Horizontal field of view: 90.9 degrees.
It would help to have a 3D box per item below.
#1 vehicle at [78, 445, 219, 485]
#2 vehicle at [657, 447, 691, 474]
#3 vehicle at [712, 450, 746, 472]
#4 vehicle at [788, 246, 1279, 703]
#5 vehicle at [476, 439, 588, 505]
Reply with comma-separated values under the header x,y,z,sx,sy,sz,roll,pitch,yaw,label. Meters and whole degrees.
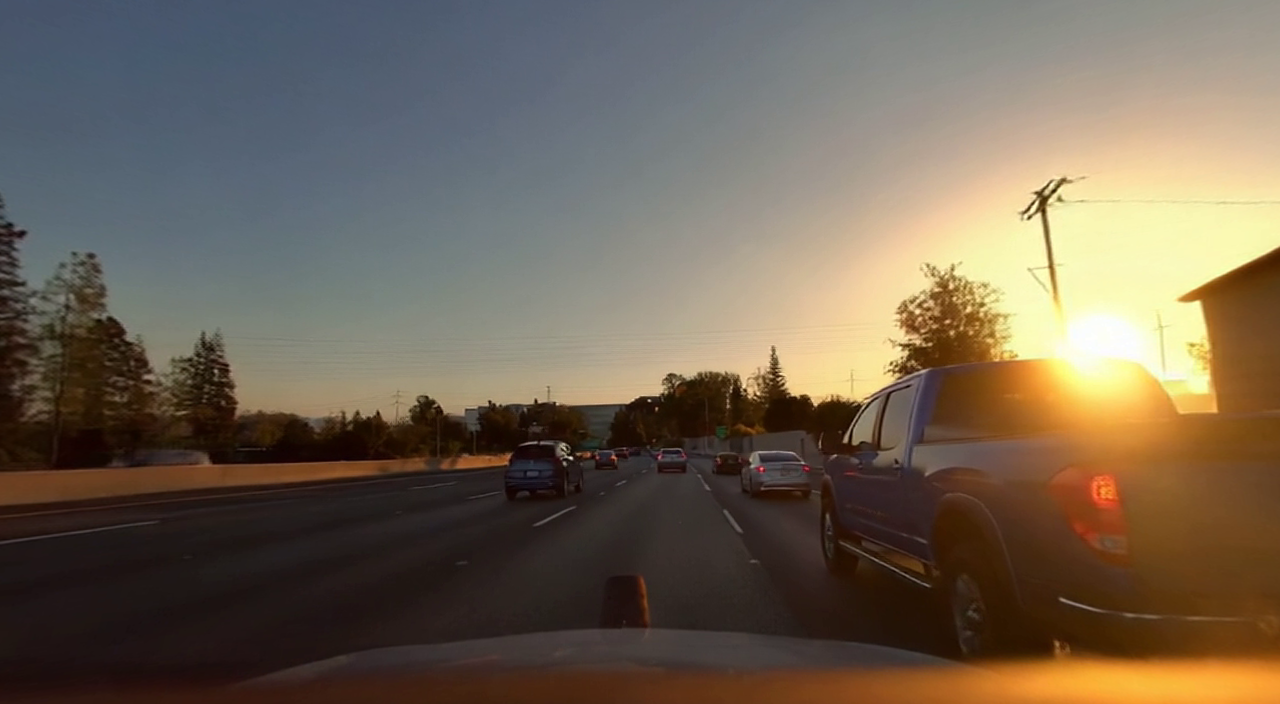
x,y,z,sx,sy,sz,roll,pitch,yaw,label
-22.645,5.199,29.405,2.102,1.652,5.303,-1,-8,3,vehicle
2.254,7.110,41.526,2.080,1.682,4.150,-1,-8,3,vehicle
6.469,7.966,46.242,2.072,1.456,4.537,-1,-8,3,vehicle
3.347,1.143,5.362,3.024,2.092,6.797,-1,-8,5,vehicle
-3.077,3.535,19.133,2.209,1.714,4.576,-1,-8,5,vehicle
